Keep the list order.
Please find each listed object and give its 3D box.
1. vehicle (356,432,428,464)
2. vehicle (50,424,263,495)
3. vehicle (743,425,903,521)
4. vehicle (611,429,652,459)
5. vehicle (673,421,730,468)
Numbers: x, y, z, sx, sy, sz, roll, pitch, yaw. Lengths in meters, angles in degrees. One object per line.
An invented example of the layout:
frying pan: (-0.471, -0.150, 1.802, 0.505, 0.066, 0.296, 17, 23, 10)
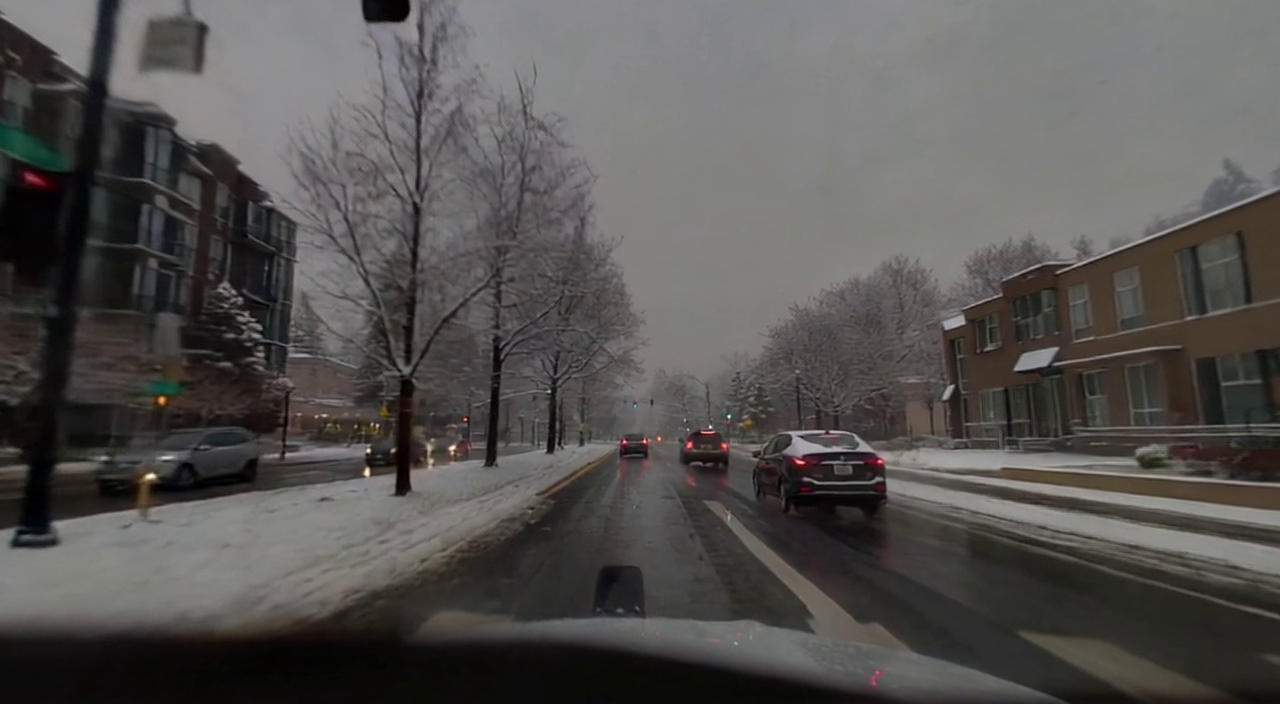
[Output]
vehicle: (-12.788, 4.954, 32.845, 1.926, 1.446, 4.565, -1, -8, 0)
vehicle: (-12.185, 2.715, 16.440, 1.969, 1.566, 4.549, 0, -8, -1)
vehicle: (3.454, 2.333, 12.841, 1.906, 1.608, 4.137, 0, -8, -1)
vehicle: (-0.489, 4.969, 34.282, 2.059, 1.492, 3.925, 0, -8, -2)
vehicle: (2.633, 4.109, 28.236, 2.206, 1.858, 5.332, 1, -8, 2)
